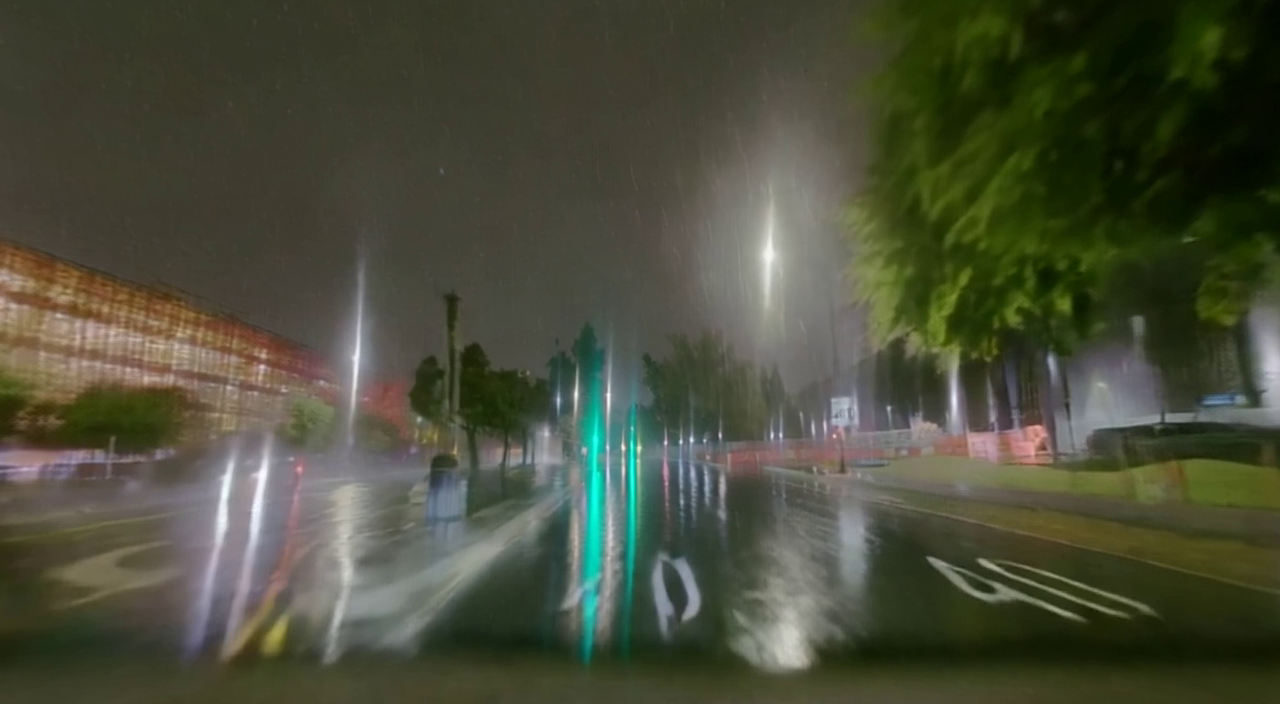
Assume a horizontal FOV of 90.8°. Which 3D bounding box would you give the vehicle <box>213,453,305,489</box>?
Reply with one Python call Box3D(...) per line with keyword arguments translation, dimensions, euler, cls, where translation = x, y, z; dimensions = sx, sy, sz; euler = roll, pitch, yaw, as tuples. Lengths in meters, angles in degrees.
Box3D(translation=(-18.420, 5.757, 30.822), dimensions=(1.877, 1.557, 4.423), euler=(0, -9, -3), cls="vehicle")
